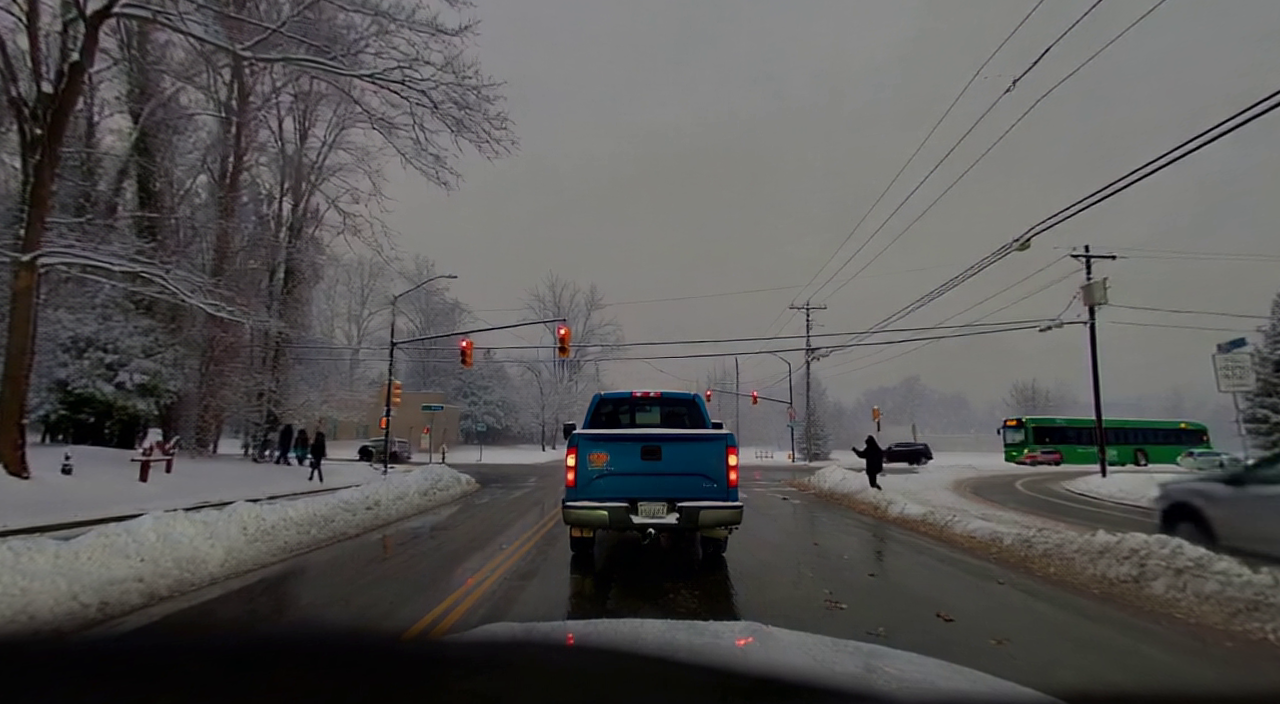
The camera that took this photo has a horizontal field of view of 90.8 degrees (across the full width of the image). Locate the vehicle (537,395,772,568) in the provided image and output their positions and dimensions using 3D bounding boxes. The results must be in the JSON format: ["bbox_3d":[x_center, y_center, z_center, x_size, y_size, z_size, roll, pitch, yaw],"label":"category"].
[{"bbox_3d":[0.117,1.902,10.135,2.707,1.964,5.485,0,-8,-1],"label":"vehicle"}]

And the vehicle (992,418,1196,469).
[{"bbox_3d":[29.375,5.974,41.259,10.726,3.128,3.003,-1,-8,1],"label":"vehicle"}]

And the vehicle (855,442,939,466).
[{"bbox_3d":[16.689,6.636,41.208,4.578,1.490,1.935,-1,-8,3],"label":"vehicle"}]

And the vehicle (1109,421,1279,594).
[{"bbox_3d":[6.592,1.318,5.293,2.060,1.496,4.520,-1,-8,4],"label":"vehicle"}]
